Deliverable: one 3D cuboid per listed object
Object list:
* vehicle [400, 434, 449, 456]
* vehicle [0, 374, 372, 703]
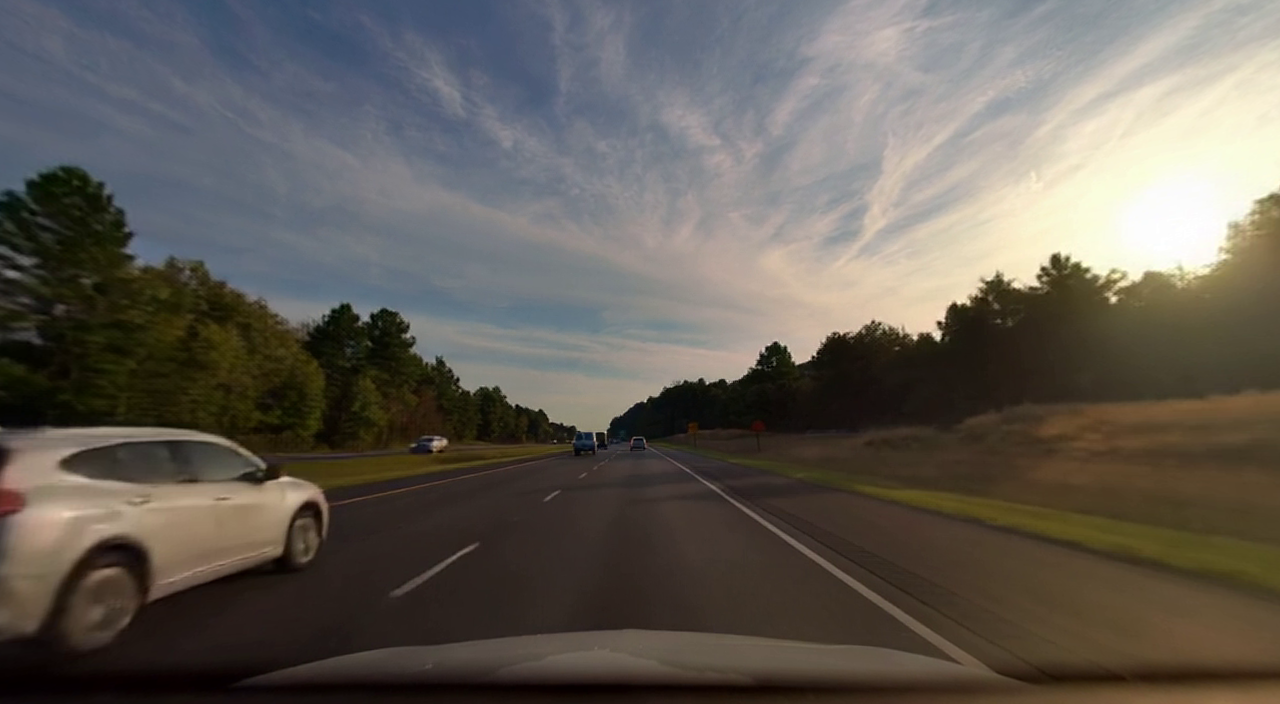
[{"bbox_3d":[-15.990,6.925,46.814,1.932,1.560,4.669,0,-8,1],"label":"vehicle"},{"bbox_3d":[-3.896,1.083,4.121,2.190,1.571,4.643,0,-8,1],"label":"vehicle"}]
